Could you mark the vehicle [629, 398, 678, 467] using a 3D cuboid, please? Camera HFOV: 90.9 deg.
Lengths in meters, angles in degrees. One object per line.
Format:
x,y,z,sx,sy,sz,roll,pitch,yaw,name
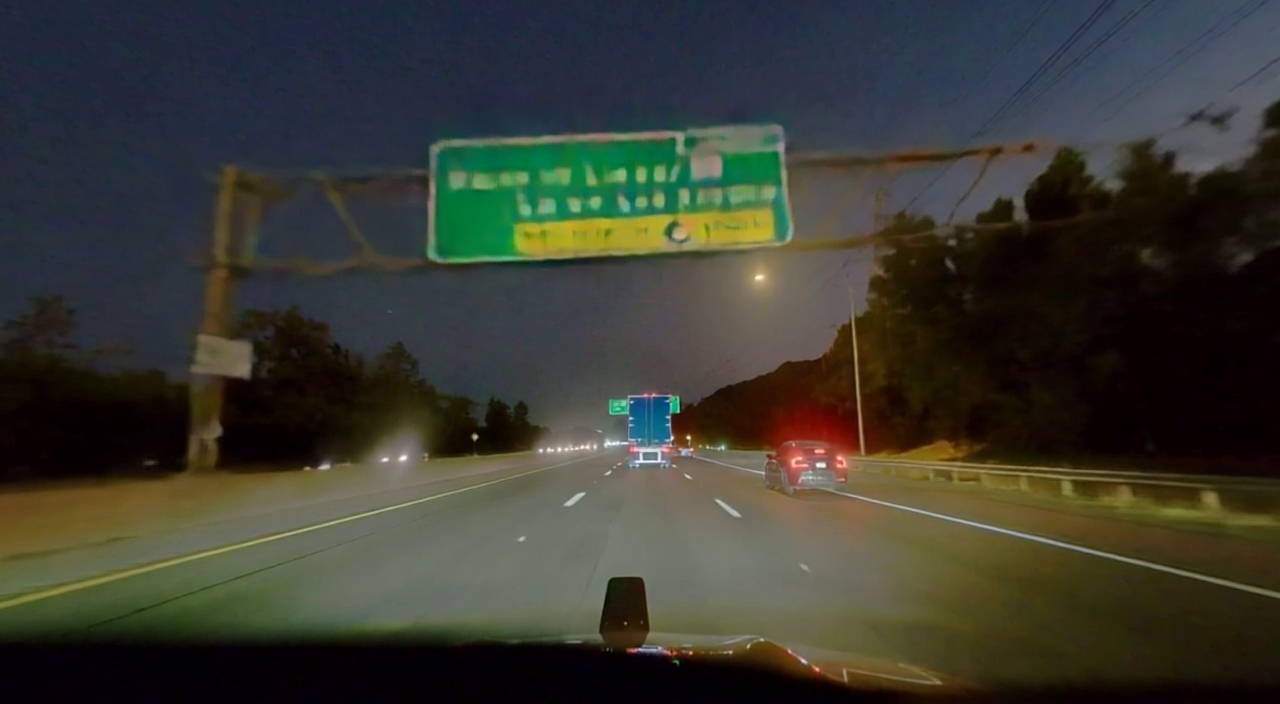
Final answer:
0.769,5.636,43.277,2.919,4.101,11.541,0,-8,0,vehicle
